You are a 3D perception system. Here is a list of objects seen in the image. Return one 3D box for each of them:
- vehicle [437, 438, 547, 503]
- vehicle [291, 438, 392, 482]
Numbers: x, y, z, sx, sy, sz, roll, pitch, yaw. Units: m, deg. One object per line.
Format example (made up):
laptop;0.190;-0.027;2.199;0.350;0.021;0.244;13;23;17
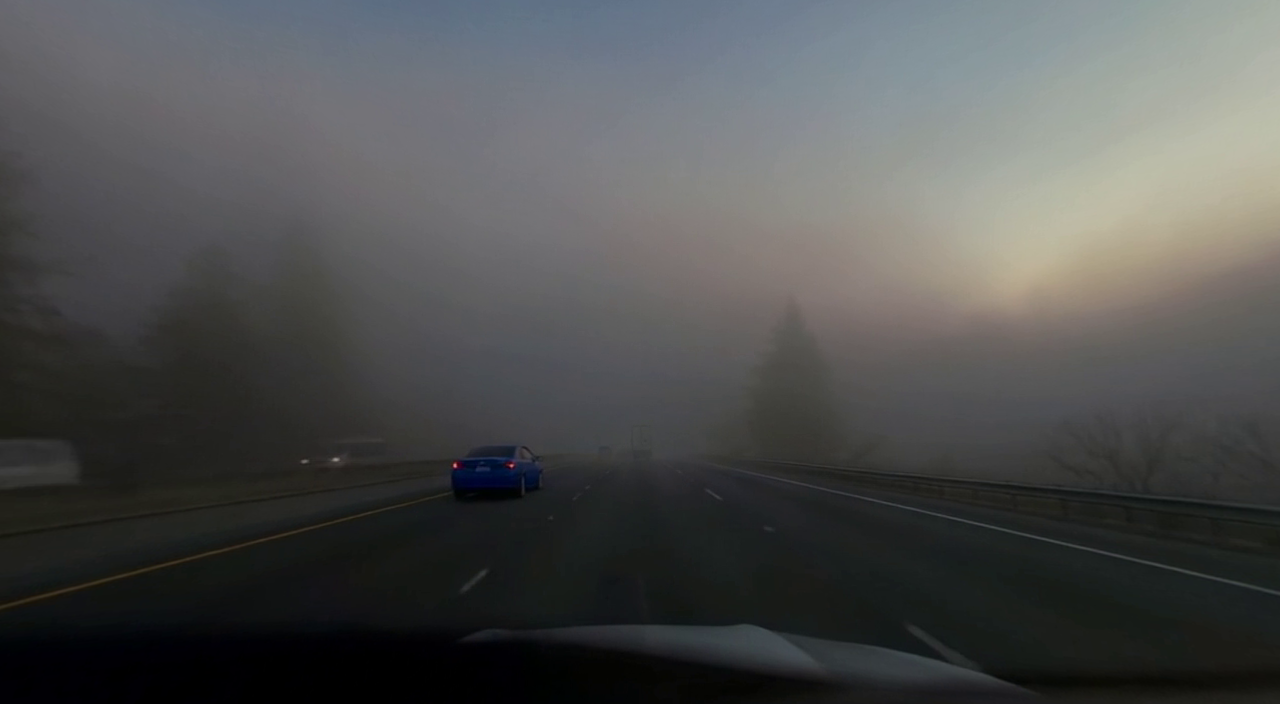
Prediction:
vehicle;-3.855;3.170;17.200;2.018;1.548;3.849;-1;-9;1
vehicle;-16.797;6.137;36.070;2.441;2.242;6.646;-1;-9;1
